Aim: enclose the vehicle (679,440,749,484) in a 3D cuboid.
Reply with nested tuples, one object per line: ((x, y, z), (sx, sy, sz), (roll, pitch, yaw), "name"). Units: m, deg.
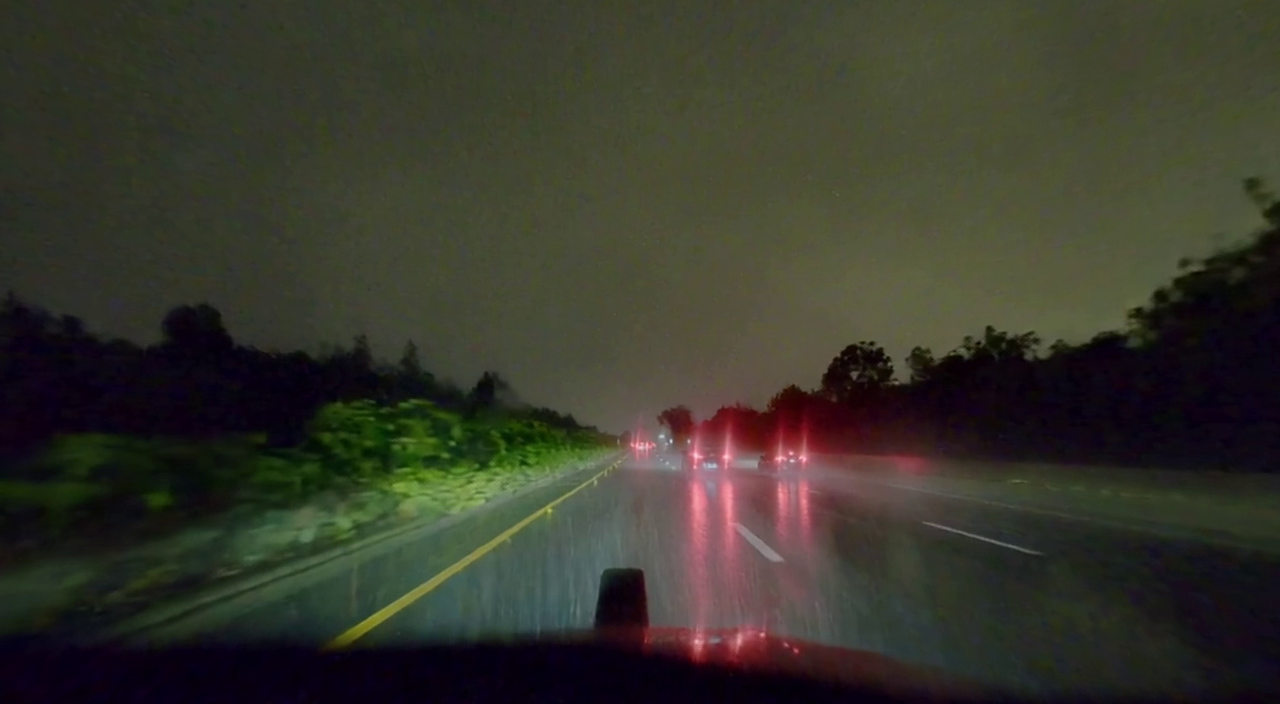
((2.692, 4.119, 23.935), (1.991, 1.475, 4.302), (0, -8, -2), "vehicle")
